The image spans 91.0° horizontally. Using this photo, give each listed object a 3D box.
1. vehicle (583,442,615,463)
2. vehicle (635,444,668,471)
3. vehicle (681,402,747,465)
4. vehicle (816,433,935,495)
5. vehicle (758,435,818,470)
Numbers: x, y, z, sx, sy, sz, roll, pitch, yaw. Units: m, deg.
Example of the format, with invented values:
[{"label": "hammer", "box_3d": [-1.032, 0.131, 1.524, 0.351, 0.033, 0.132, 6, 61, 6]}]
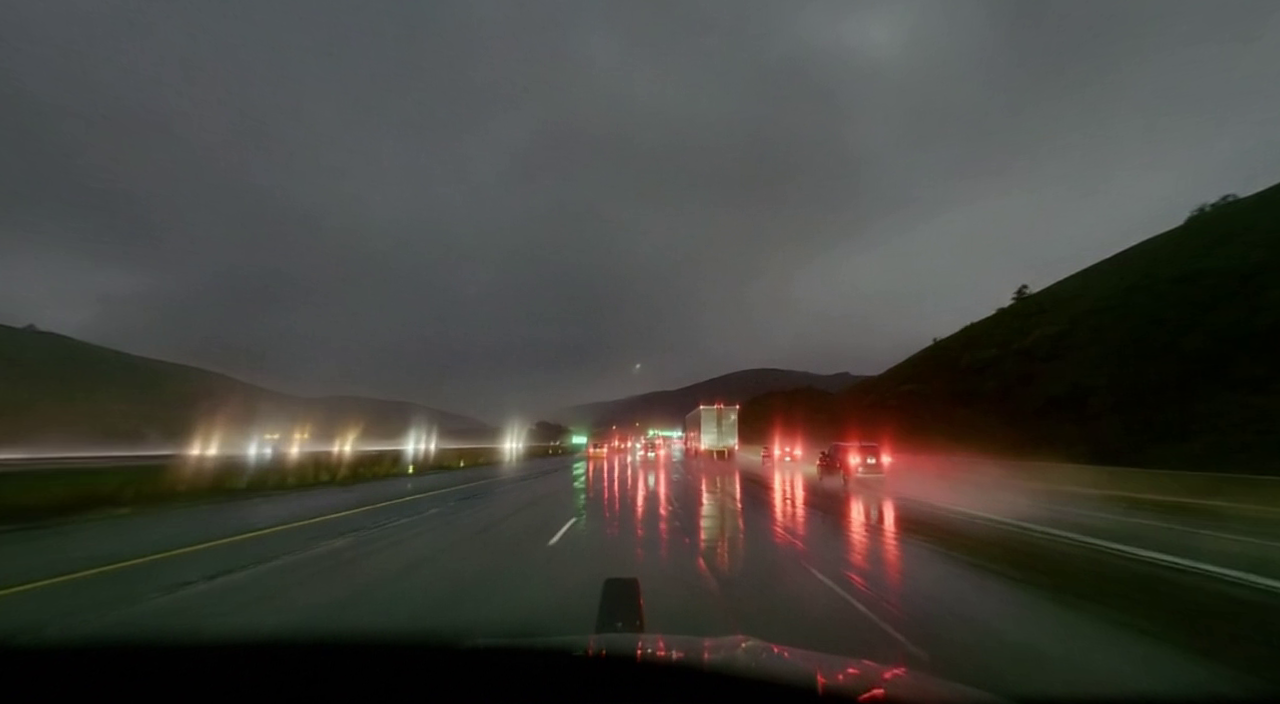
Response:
[{"label": "vehicle", "box_3d": [-3.080, 7.580, 47.778, 2.132, 1.506, 4.256, 0, -9, 0]}, {"label": "vehicle", "box_3d": [0.650, 6.232, 37.463, 1.866, 1.492, 3.932, 0, -9, 0]}, {"label": "vehicle", "box_3d": [4.643, 5.536, 41.848, 3.130, 3.607, 11.129, 0, -9, 0]}, {"label": "vehicle", "box_3d": [7.135, 3.442, 19.692, 2.044, 1.676, 4.421, 0, -9, 1]}, {"label": "vehicle", "box_3d": [8.054, 5.536, 34.698, 2.143, 1.775, 4.729, 0, -9, 0]}]
